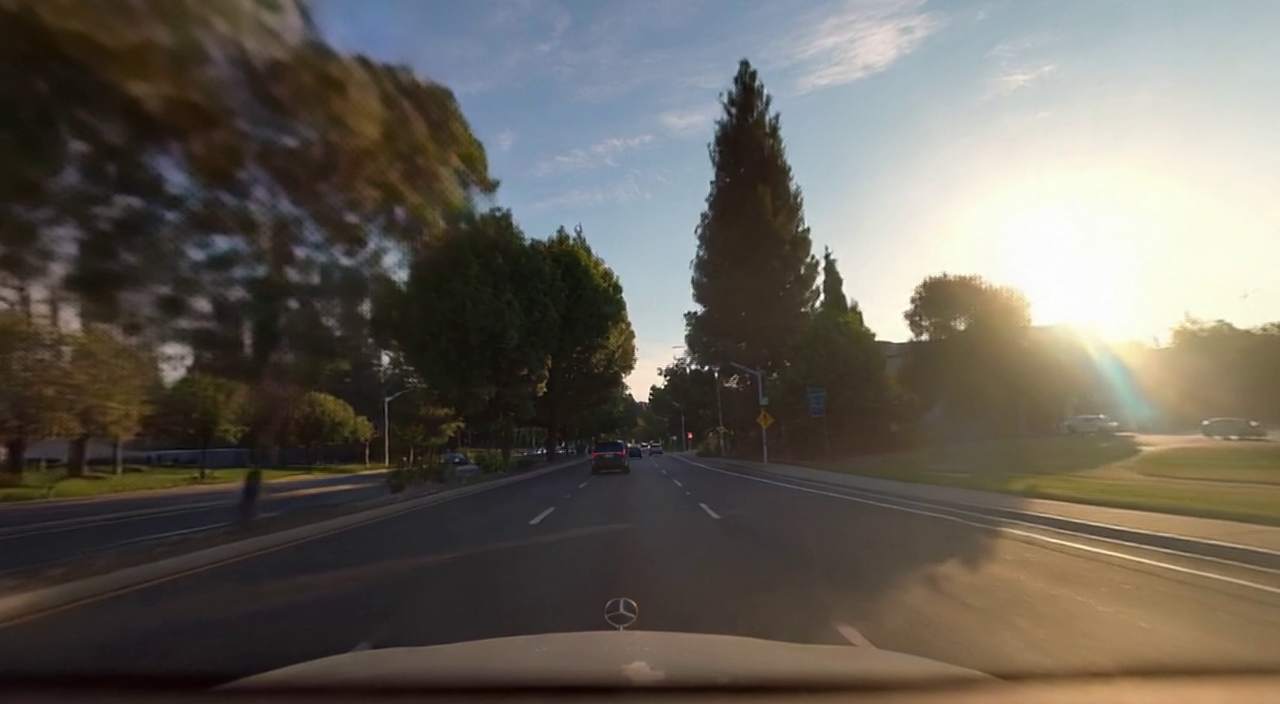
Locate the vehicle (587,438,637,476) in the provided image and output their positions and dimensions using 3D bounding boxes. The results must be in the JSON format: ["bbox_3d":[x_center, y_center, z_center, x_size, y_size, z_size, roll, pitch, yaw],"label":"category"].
[{"bbox_3d":[-1.291,5.155,31.214,2.174,1.703,4.231,0,-9,1],"label":"vehicle"}]

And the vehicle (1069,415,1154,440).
[{"bbox_3d":[34.816,5.590,46.750,4.612,1.753,1.887,0,-9,2],"label":"vehicle"}]
